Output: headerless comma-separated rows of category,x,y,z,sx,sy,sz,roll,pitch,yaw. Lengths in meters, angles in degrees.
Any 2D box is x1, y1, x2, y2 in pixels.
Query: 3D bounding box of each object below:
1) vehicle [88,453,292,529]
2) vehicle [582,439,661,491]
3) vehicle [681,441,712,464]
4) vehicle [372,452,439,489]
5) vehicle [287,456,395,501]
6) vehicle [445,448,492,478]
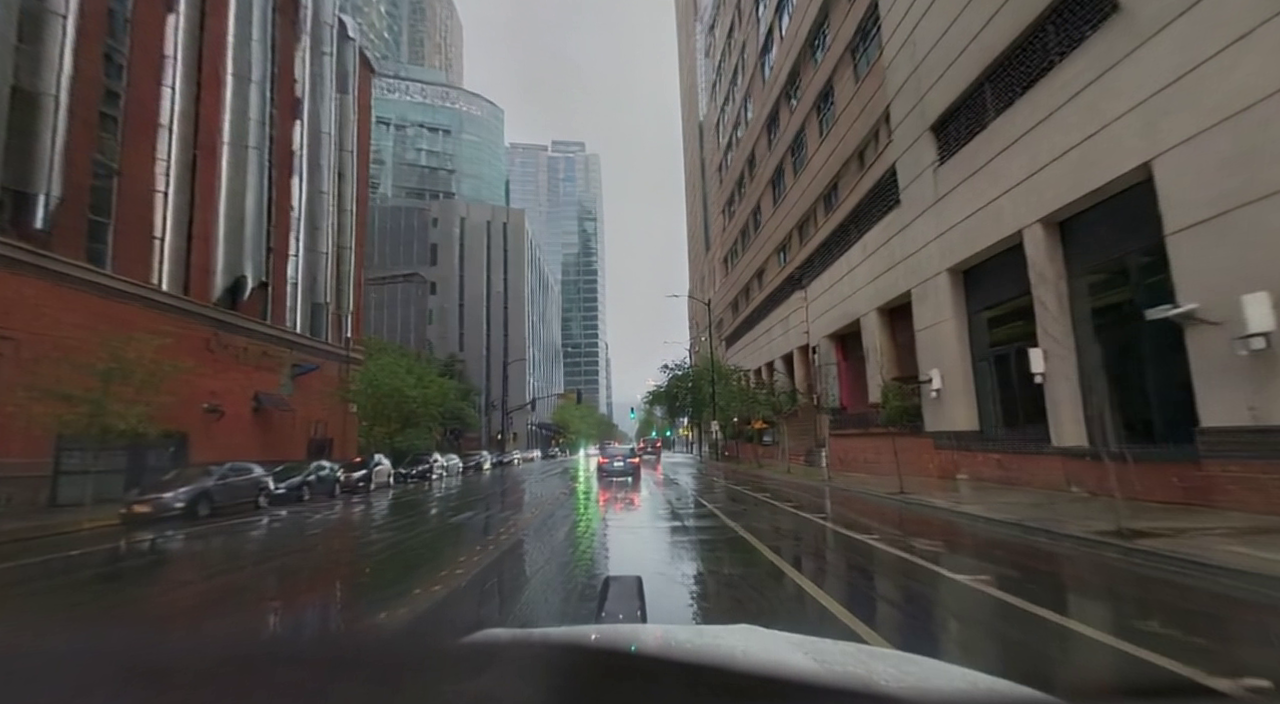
vehicle,-11.975,3.676,17.359,2.077,1.732,4.704,0,-8,0
vehicle,-0.548,3.561,20.234,2.269,1.479,3.980,0,-8,-1
vehicle,4.257,7.620,48.219,1.924,1.645,4.528,-1,-8,-1
vehicle,-12.171,6.133,33.046,1.976,1.577,4.091,-4,-8,-1
vehicle,-11.855,5.015,25.506,1.991,1.507,4.879,0,-8,0
vehicle,-12.160,7.846,45.123,2.090,1.784,4.832,-4,-8,-2
